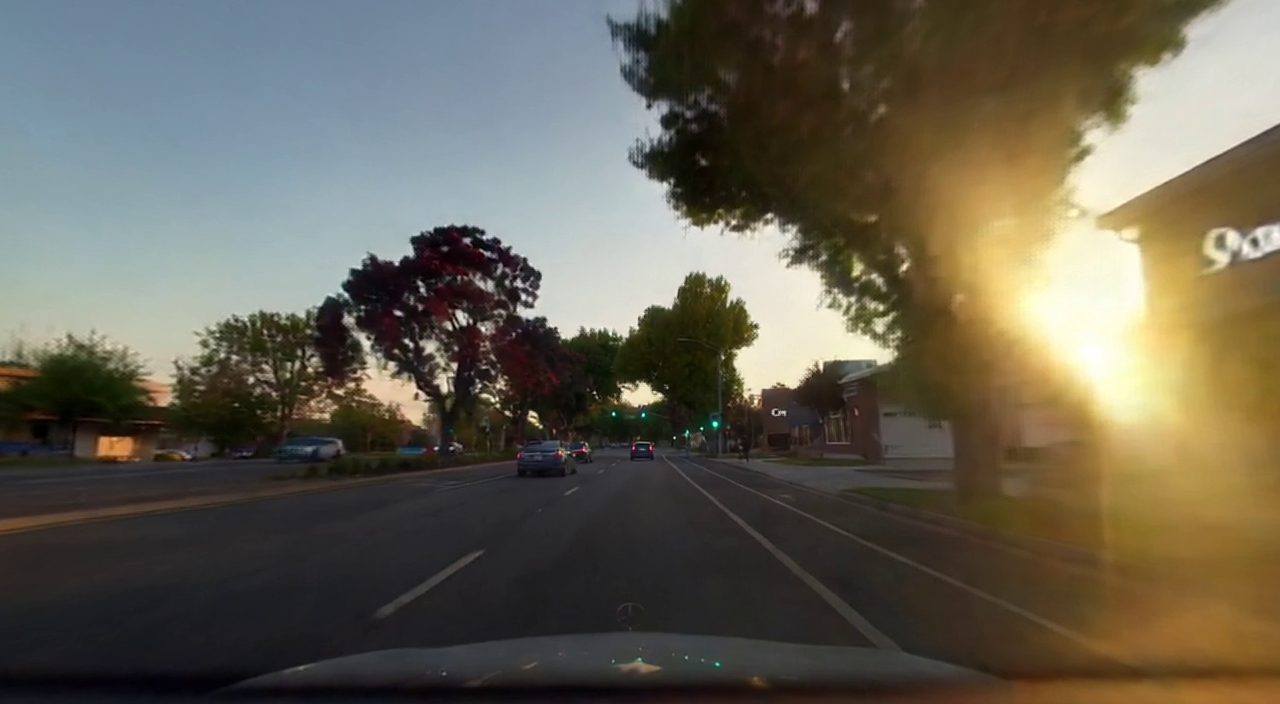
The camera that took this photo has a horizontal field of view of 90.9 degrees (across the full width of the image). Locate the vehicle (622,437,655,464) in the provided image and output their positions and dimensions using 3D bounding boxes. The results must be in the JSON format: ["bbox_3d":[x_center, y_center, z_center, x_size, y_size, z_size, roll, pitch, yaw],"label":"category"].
[{"bbox_3d":[-0.103,6.718,43.166,2.153,1.764,4.047,0,-8,0],"label":"vehicle"}]

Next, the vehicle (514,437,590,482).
[{"bbox_3d":[-3.032,3.829,22.769,2.015,1.470,4.458,0,-8,1],"label":"vehicle"}]

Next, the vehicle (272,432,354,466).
[{"bbox_3d":[-17.357,5.174,33.747,2.032,1.689,4.624,0,-8,-2],"label":"vehicle"}]
